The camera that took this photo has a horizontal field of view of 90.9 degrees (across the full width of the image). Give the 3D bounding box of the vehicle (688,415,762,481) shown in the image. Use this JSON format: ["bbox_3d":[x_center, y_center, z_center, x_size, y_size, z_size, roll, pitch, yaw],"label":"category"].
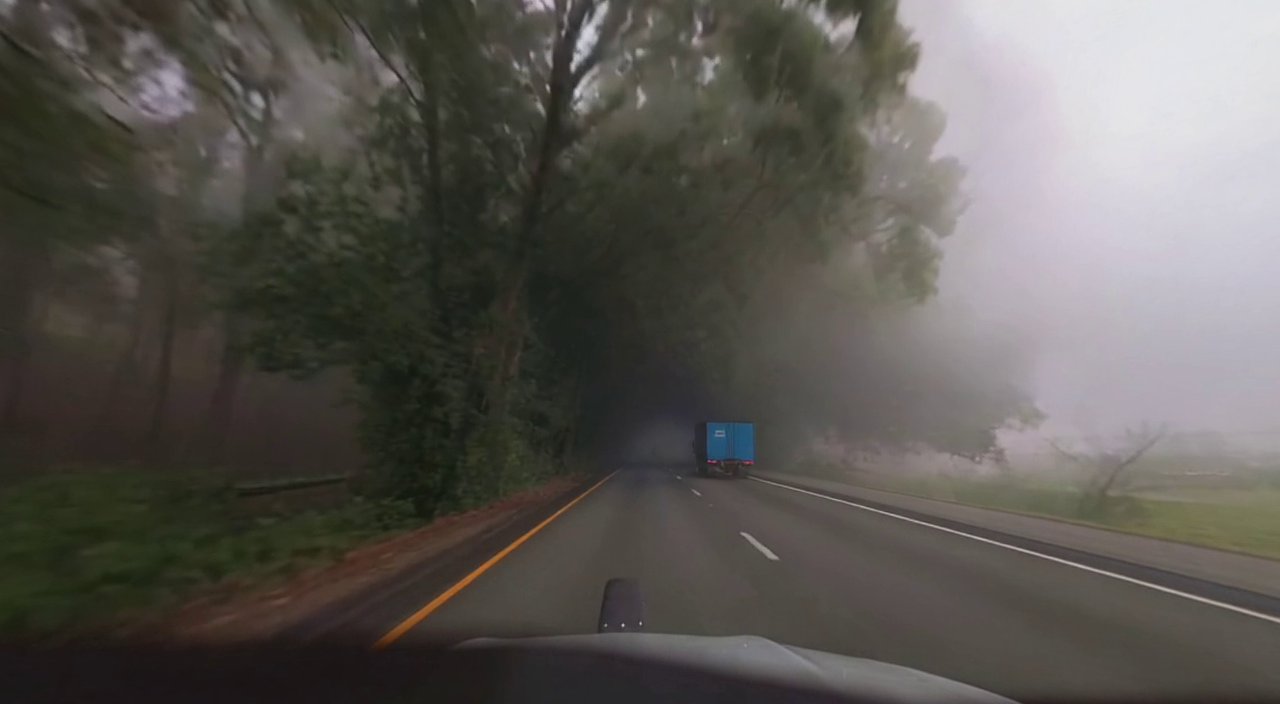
[{"bbox_3d":[3.877,4.592,30.009,2.572,2.795,5.978,0,-9,-1],"label":"vehicle"}]
